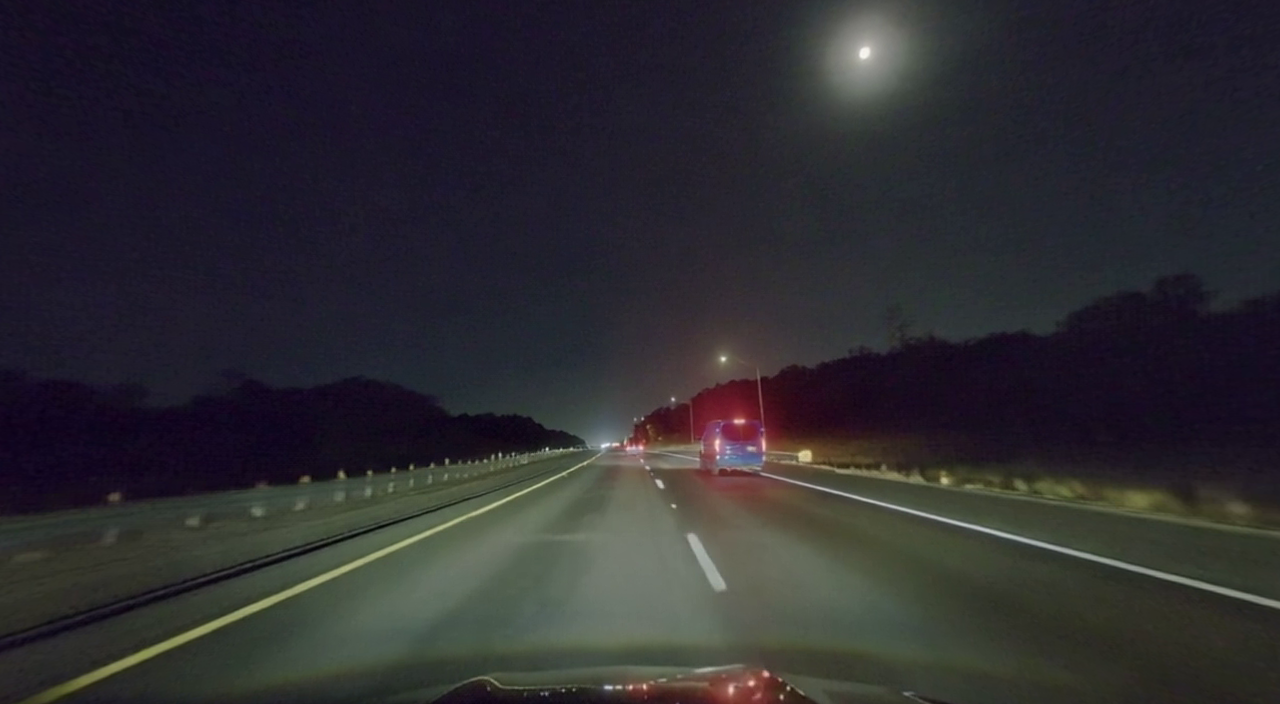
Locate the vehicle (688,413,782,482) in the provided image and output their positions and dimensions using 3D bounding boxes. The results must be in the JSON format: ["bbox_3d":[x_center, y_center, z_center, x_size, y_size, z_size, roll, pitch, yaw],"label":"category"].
[{"bbox_3d":[3.048,3.218,21.372,2.269,2.048,4.679,0,-8,-2],"label":"vehicle"}]

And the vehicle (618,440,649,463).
[{"bbox_3d":[-0.450,6.868,43.530,2.005,1.466,3.739,0,-8,0],"label":"vehicle"}]
